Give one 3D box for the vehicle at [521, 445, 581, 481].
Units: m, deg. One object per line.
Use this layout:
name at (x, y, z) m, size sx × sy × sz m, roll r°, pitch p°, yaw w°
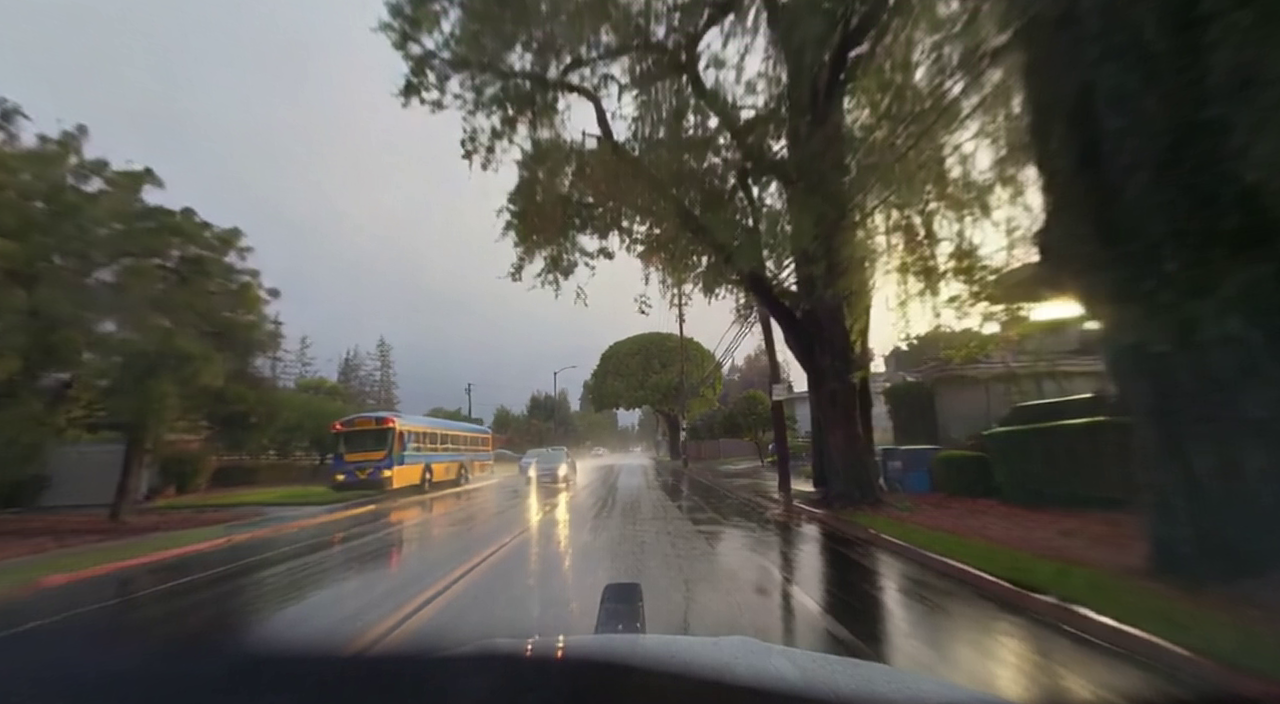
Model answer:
vehicle at (-3.963, 5.003, 28.866) m, size 2.033 × 1.502 × 4.240 m, roll -1°, pitch -8°, yaw 1°
